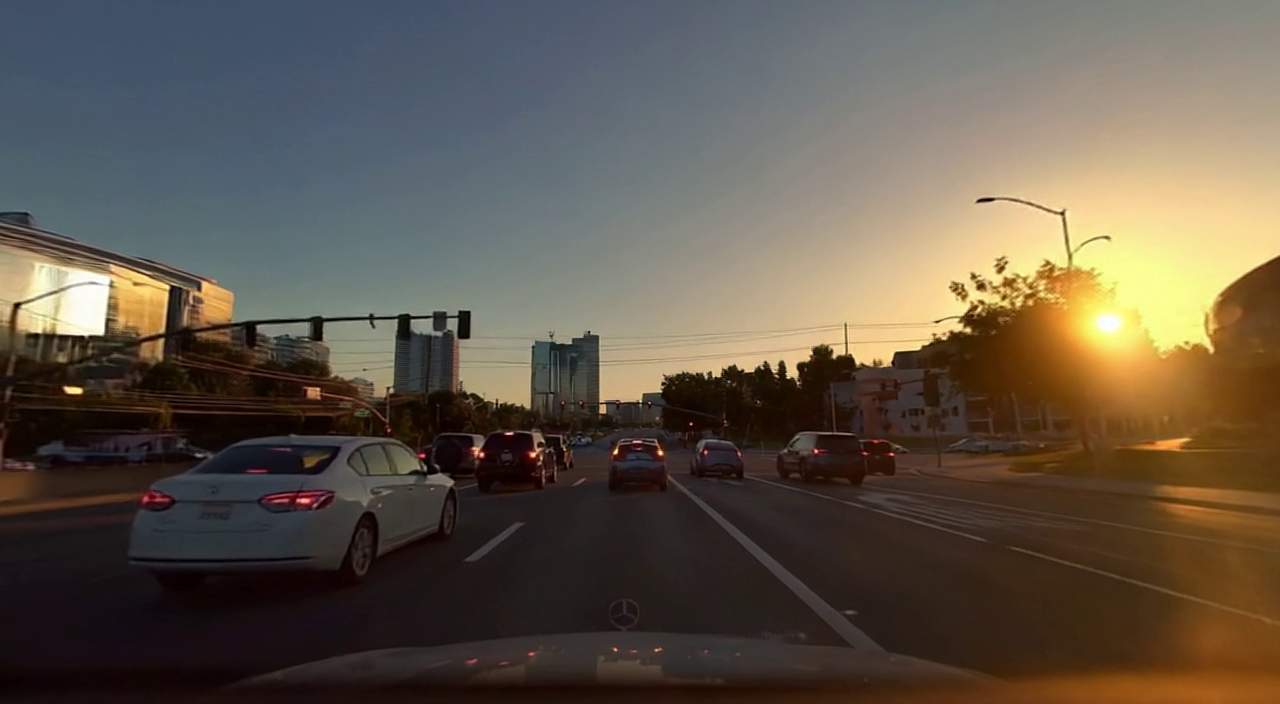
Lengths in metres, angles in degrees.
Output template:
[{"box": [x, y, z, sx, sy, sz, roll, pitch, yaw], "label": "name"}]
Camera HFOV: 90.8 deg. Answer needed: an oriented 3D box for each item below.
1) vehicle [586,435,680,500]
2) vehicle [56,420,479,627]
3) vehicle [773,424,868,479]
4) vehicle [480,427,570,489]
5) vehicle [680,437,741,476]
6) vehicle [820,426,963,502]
[{"box": [-0.180, 2.892, 16.171, 2.098, 1.431, 3.958, 0, -8, 0], "label": "vehicle"}, {"box": [-3.218, 1.546, 6.723, 1.837, 1.463, 4.311, 0, -8, 0], "label": "vehicle"}, {"box": [7.123, 4.005, 25.605, 2.156, 1.982, 5.358, 0, -8, -1], "label": "vehicle"}, {"box": [-3.443, 3.291, 19.832, 2.033, 1.714, 4.278, 0, -8, 0], "label": "vehicle"}, {"box": [2.939, 4.471, 27.351, 1.987, 1.515, 4.521, 0, -8, -2], "label": "vehicle"}, {"box": [6.379, 2.883, 16.640, 1.945, 1.706, 4.190, 0, -8, -2], "label": "vehicle"}]
